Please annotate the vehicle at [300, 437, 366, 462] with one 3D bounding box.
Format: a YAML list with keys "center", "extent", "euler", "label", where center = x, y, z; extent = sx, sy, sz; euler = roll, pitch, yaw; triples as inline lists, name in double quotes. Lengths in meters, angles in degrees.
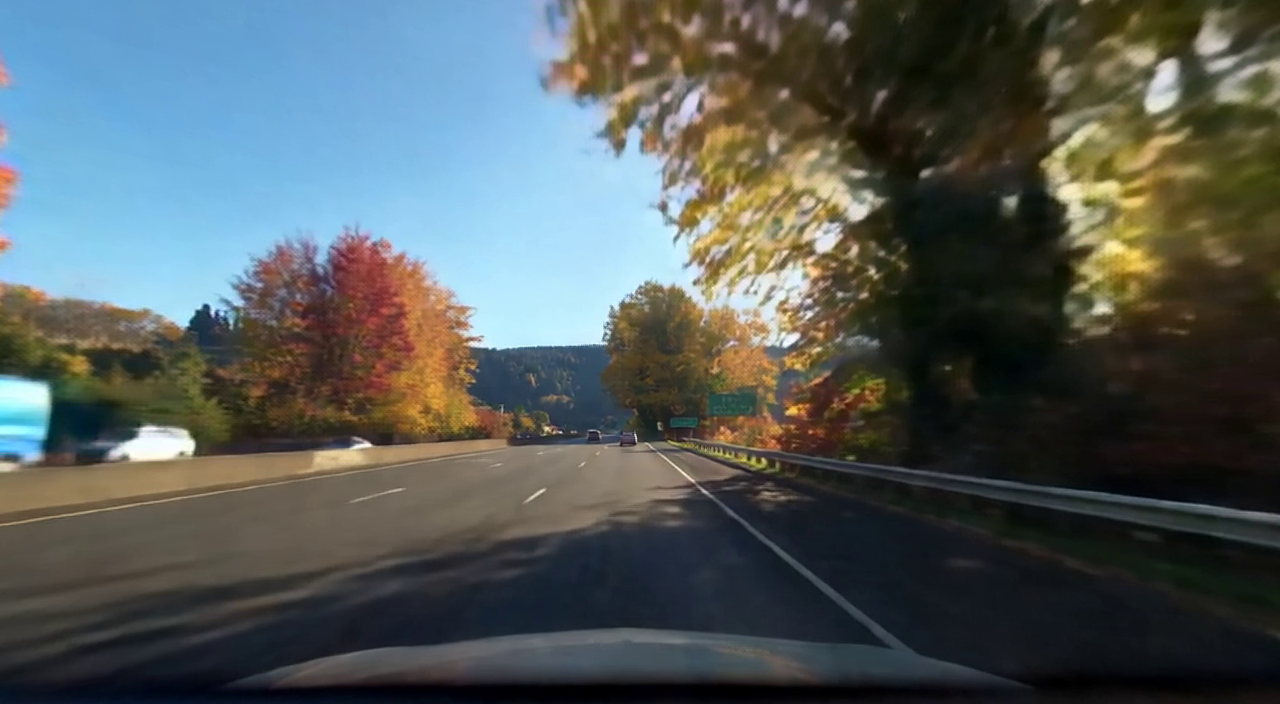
- center: [-20.916, 6.636, 43.063]
  extent: [2.053, 1.552, 4.961]
  euler: [0, -8, 0]
  label: "vehicle"

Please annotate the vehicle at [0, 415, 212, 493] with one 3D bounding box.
- center: [-25.071, 4.416, 28.070]
  extent: [2.823, 2.845, 13.346]
  euler: [0, -8, -1]
  label: "vehicle"
